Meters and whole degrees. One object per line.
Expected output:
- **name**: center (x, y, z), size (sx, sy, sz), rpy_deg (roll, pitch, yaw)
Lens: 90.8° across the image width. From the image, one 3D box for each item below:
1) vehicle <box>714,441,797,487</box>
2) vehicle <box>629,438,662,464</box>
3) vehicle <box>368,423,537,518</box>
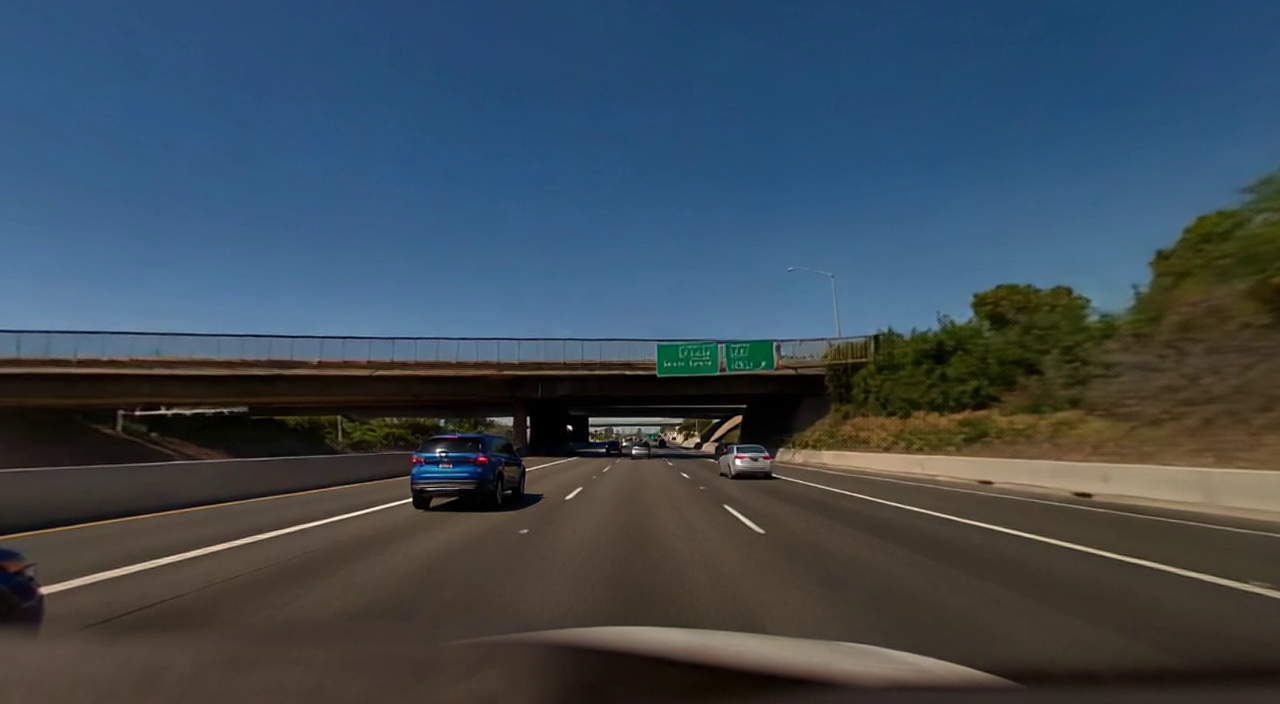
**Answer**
- **vehicle**: center (3.949, 3.901, 22.394), size (2.083, 1.453, 4.307), rpy_deg (0, -8, -1)
- **vehicle**: center (0.442, 7.541, 48.222), size (2.428, 1.841, 4.402), rpy_deg (0, -8, 1)
- **vehicle**: center (-3.614, 2.375, 13.127), size (2.193, 1.641, 4.077), rpy_deg (0, -8, 1)
